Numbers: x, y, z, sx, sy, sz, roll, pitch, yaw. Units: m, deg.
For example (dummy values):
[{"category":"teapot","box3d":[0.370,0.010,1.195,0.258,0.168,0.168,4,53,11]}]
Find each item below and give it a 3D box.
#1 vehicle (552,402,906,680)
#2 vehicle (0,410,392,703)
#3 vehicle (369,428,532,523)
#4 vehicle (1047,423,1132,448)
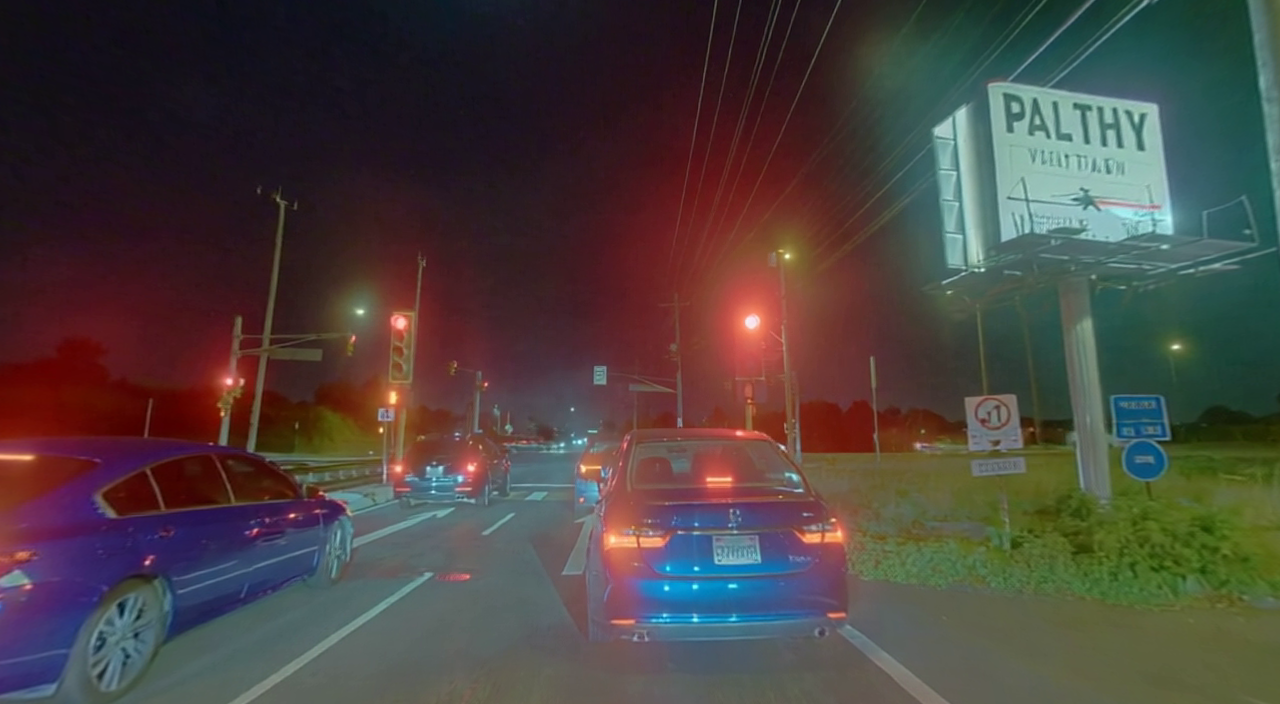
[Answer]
[{"category":"vehicle","box3d":[0.392,1.352,5.601,1.998,1.529,3.960,1,-9,-4]},{"category":"vehicle","box3d":[-3.710,1.284,4.638,1.956,1.468,4.585,0,-9,-1]},{"category":"vehicle","box3d":[-3.405,2.301,12.252,1.984,1.505,4.047,0,-9,-2]},{"category":"vehicle","box3d":[33.044,6.151,46.541,4.544,1.762,2.272,1,-9,-2]}]
